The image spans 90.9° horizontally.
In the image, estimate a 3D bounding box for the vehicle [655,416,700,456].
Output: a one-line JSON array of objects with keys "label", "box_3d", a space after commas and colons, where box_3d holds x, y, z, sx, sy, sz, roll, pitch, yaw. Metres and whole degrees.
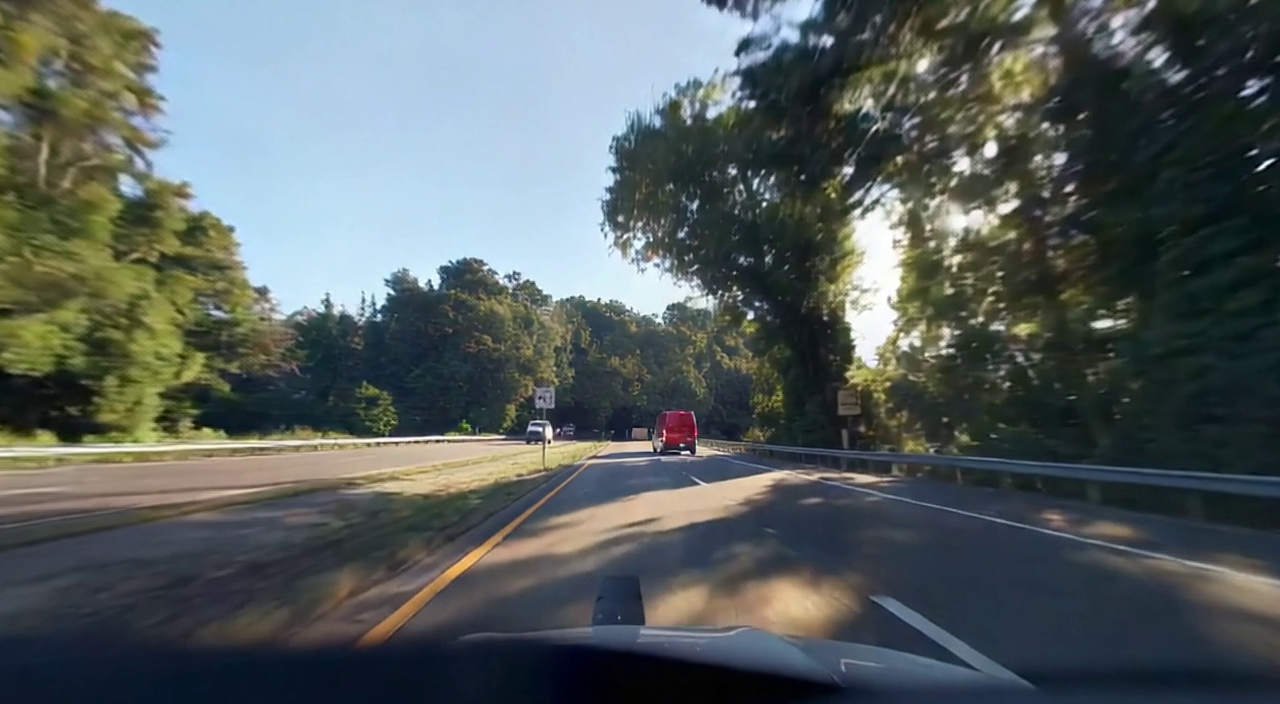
[{"label": "vehicle", "box_3d": [2.572, 6.003, 45.029, 2.570, 2.596, 6.082, 0, -8, -3]}]
